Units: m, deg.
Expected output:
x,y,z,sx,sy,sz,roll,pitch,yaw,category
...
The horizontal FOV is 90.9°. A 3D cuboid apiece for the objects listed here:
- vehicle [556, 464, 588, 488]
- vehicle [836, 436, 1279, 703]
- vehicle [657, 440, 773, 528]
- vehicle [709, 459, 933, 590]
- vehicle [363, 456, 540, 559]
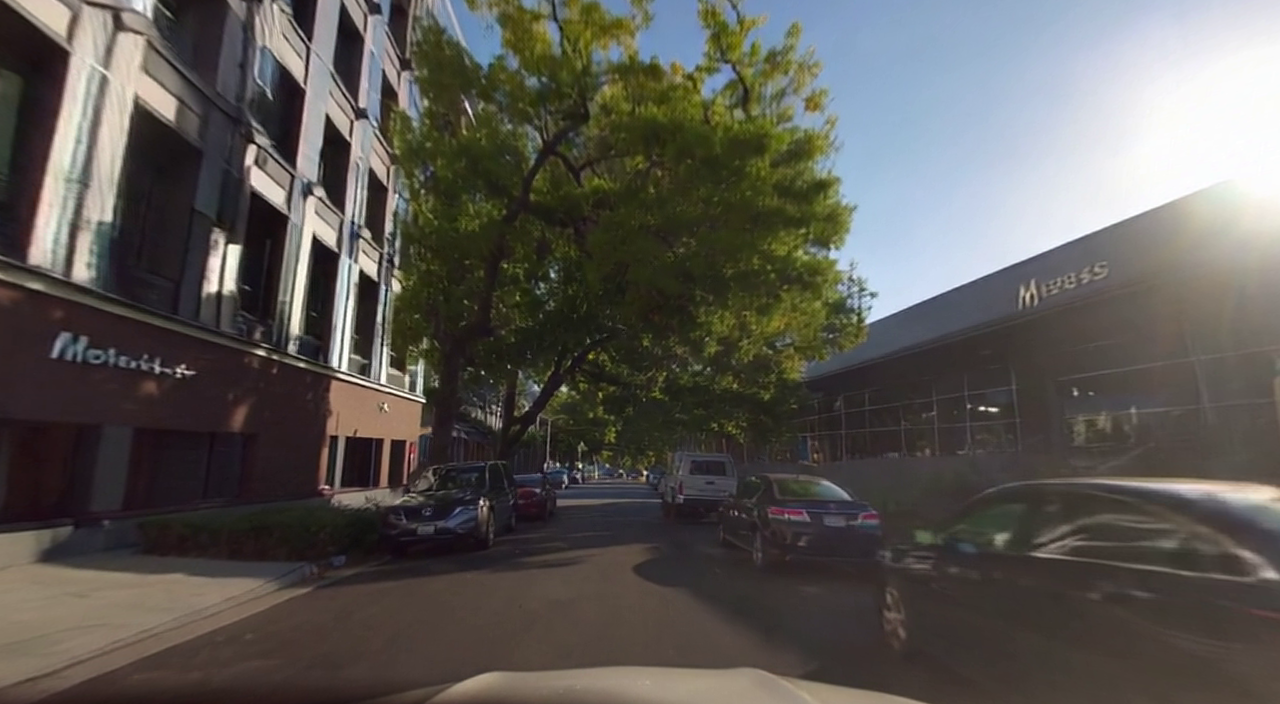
x,y,z,sx,sy,sz,roll,pitch,yaw,category
-4.525,8.298,42.270,2.002,1.460,4.201,2,-11,-5,vehicle
2.856,1.356,3.707,1.889,1.482,4.118,2,-11,-3,vehicle
1.813,3.490,16.987,2.242,1.972,4.898,2,-11,-3,vehicle
2.384,2.451,9.694,1.815,1.479,4.498,2,-11,-4,vehicle
-3.123,2.700,11.523,2.018,1.461,4.413,1,-11,-2,vehicle
